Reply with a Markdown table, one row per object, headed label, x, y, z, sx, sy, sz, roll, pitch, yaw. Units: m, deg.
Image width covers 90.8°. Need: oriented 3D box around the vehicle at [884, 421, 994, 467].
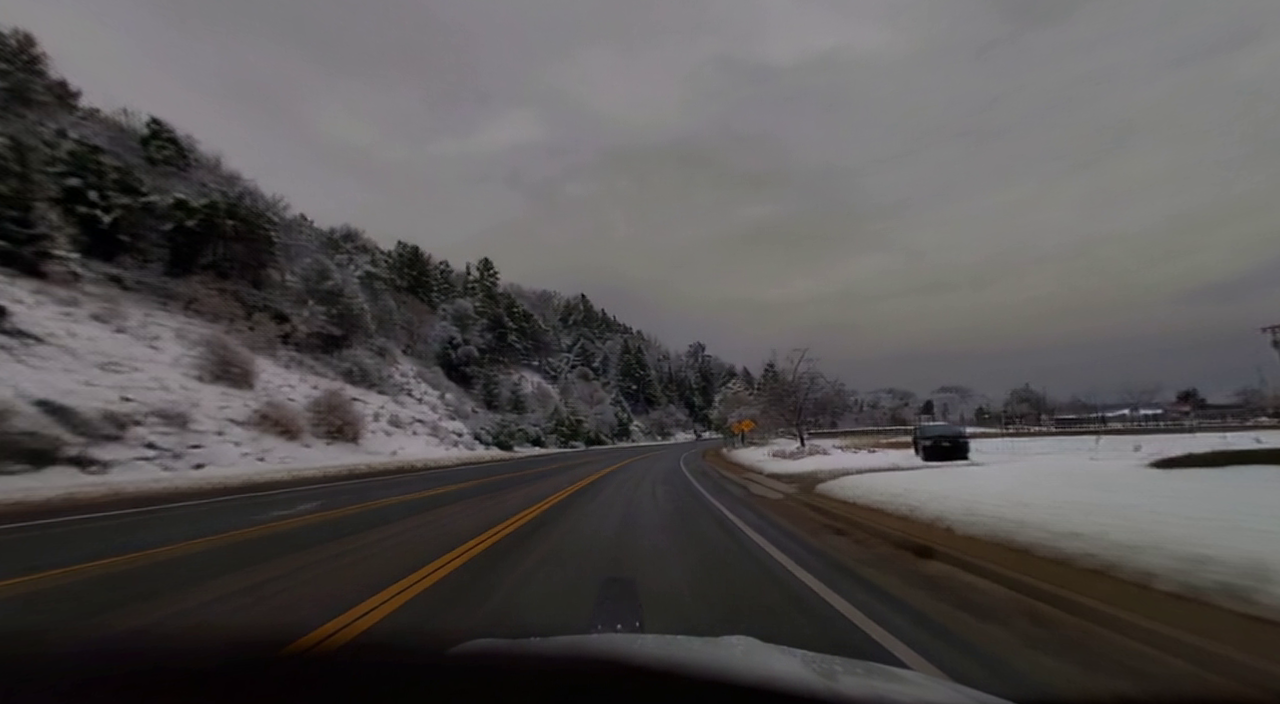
| label | x | y | z | sx | sy | sz | roll | pitch | yaw |
| --- | --- | --- | --- | --- | --- | --- | --- | --- | --- |
| vehicle | 13.791 | 4.395 | 29.601 | 2.352 | 1.872 | 5.103 | -1 | -10 | -3 |
